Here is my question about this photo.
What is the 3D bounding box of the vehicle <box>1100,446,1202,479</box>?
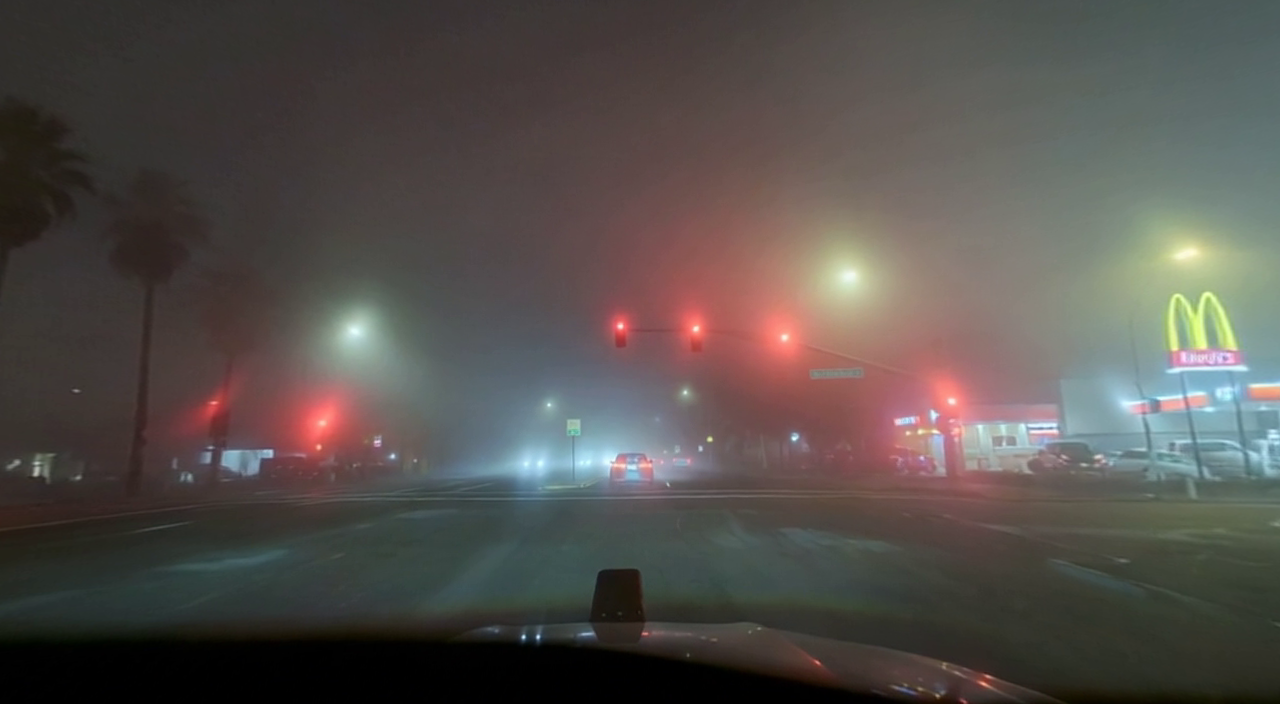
[{"bbox_3d":[24.132,5.218,30.002,1.738,1.462,3.609,0,-9,0],"label":"vehicle"}]

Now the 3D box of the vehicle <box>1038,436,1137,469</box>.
[{"bbox_3d":[24.344,5.518,34.514,3.783,1.560,1.853,-4,-11,9],"label":"vehicle"}]

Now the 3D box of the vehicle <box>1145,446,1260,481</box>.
[{"bbox_3d":[26.207,5.182,29.630,1.923,1.501,3.849,0,-9,2],"label":"vehicle"}]

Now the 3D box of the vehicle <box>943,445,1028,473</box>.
[{"bbox_3d":[19.400,6.015,35.659,3.833,1.495,1.892,-3,-9,17],"label":"vehicle"}]

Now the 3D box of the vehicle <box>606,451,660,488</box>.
[{"bbox_3d":[-0.348,5.277,28.714,2.270,1.475,4.571,0,-9,-1],"label":"vehicle"}]
